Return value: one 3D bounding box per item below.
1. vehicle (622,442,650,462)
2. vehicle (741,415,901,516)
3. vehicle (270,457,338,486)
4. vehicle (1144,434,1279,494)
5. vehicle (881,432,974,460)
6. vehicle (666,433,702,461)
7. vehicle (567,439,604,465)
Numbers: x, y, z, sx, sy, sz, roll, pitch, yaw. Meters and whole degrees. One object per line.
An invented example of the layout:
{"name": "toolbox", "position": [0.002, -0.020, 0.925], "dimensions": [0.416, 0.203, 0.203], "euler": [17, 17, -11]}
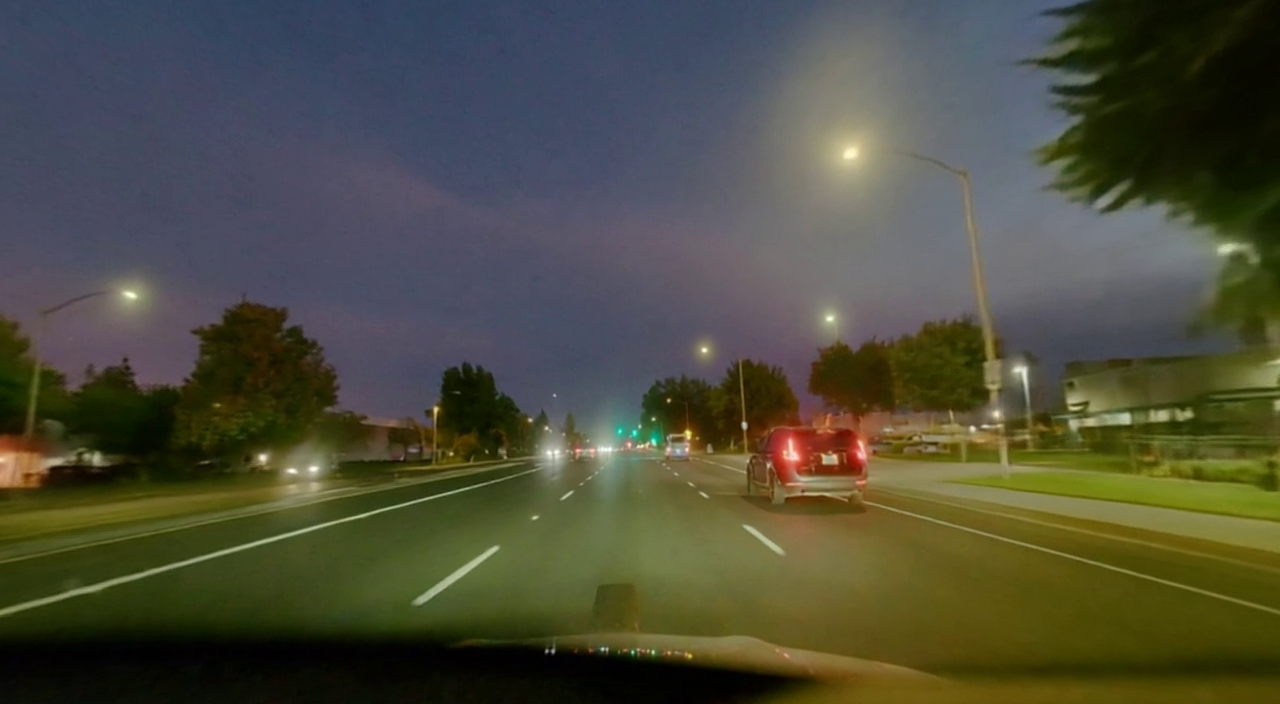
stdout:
{"name": "vehicle", "position": [-0.353, 7.747, 49.045], "dimensions": [2.074, 1.463, 4.016], "euler": [0, -8, -1]}
{"name": "vehicle", "position": [3.641, 2.380, 13.702], "dimensions": [2.060, 1.816, 4.343], "euler": [0, -8, -1]}
{"name": "vehicle", "position": [-20.509, 7.262, 38.731], "dimensions": [1.823, 1.561, 3.987], "euler": [-1, -8, 2]}
{"name": "vehicle", "position": [16.423, 2.948, 16.793], "dimensions": [4.369, 1.489, 1.825], "euler": [0, -8, 1]}
{"name": "vehicle", "position": [18.024, 5.875, 39.692], "dimensions": [4.970, 1.700, 2.108], "euler": [1, -8, -11]}
{"name": "vehicle", "position": [3.331, 7.297, 48.602], "dimensions": [2.197, 2.034, 4.667], "euler": [0, -8, -2]}
{"name": "vehicle", "position": [-3.954, 7.361, 46.813], "dimensions": [2.220, 1.793, 4.885], "euler": [0, -8, 1]}
